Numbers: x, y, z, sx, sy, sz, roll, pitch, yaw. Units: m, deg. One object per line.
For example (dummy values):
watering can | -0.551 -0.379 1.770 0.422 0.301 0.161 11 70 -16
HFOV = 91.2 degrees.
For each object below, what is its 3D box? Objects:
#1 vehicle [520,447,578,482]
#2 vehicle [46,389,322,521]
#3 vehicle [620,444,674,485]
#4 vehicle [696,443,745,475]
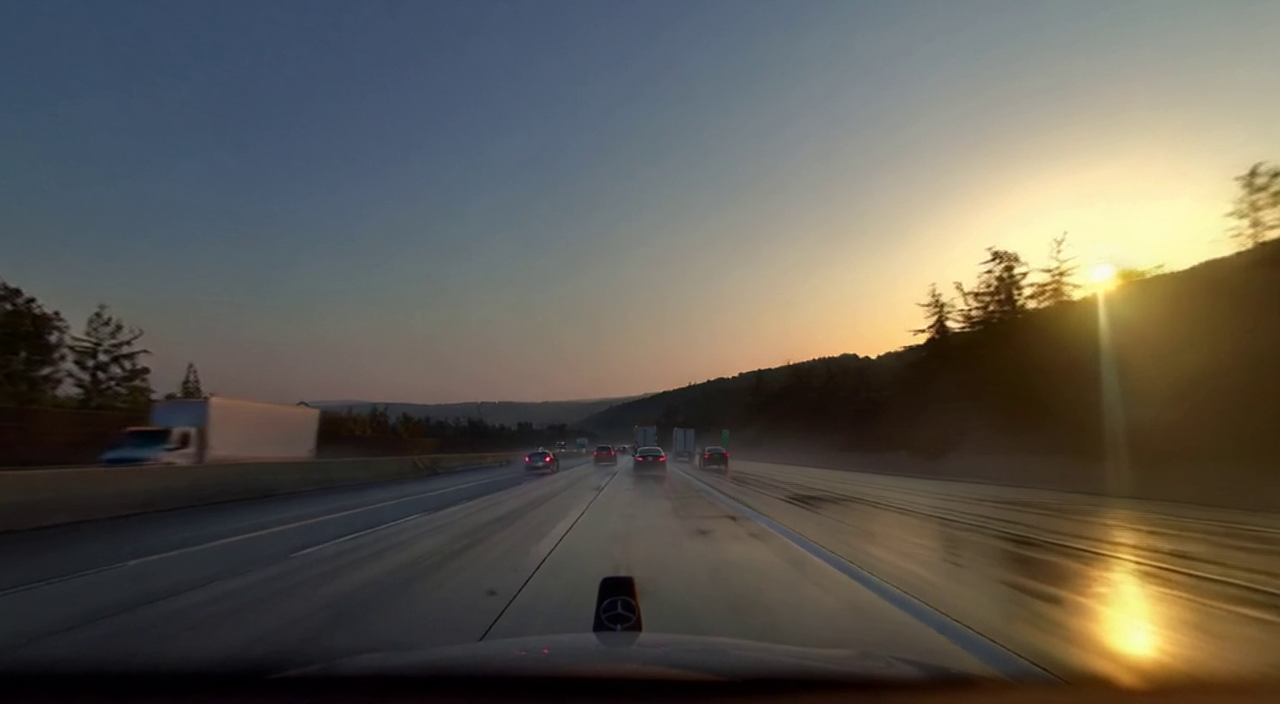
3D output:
vehicle | -4.094 5.153 28.984 1.967 1.473 4.439 0 -9 1
vehicle | -12.661 2.992 18.472 2.653 3.121 6.846 -1 -9 3
vehicle | 0.256 4.573 25.797 2.015 1.526 4.286 0 -9 0
vehicle | 4.294 5.789 34.053 2.018 1.639 4.149 0 -9 -1
